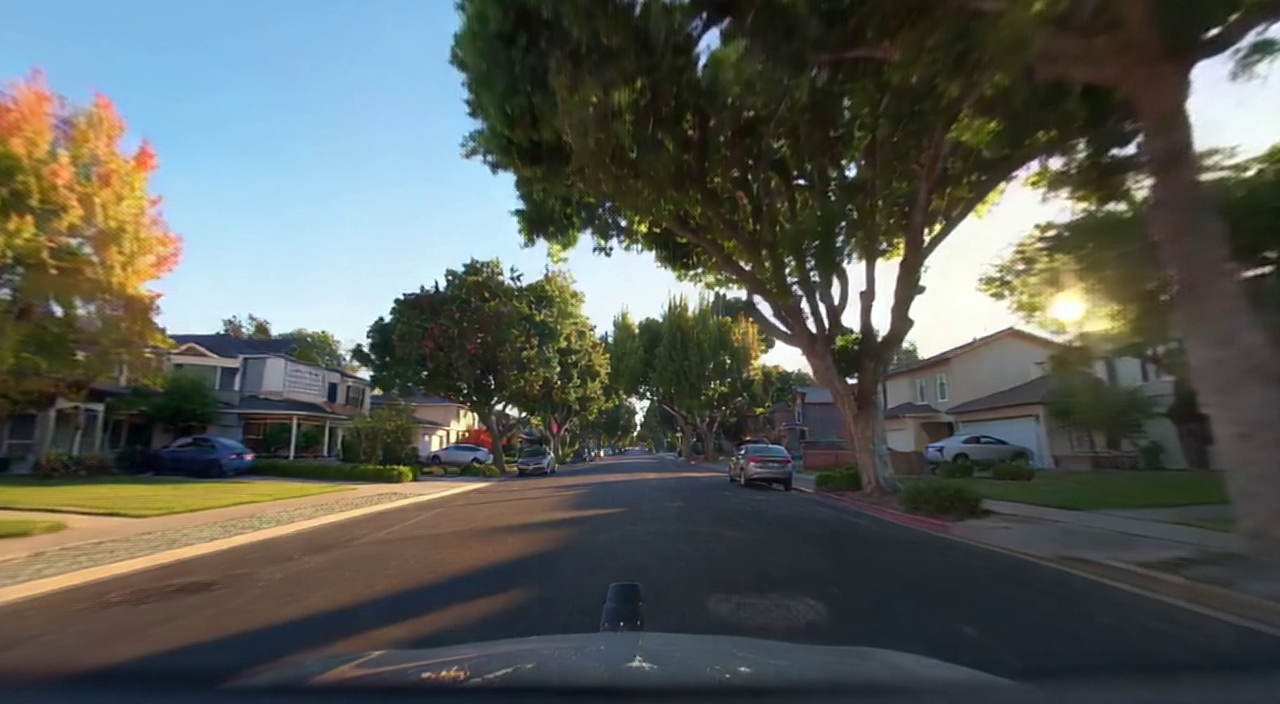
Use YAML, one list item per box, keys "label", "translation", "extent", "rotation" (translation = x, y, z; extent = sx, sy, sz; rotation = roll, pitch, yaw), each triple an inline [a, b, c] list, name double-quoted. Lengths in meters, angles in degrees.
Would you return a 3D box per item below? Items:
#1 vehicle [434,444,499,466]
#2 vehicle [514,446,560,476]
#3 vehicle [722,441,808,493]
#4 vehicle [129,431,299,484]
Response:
- label: "vehicle"
  translation: [-12.522, 7.452, 45.817]
  extent: [4.135, 1.567, 1.944]
  rotation: [0, -8, 2]
- label: "vehicle"
  translation: [-5.909, 6.288, 36.794]
  extent: [1.944, 1.621, 4.187]
  rotation: [-1, -9, 1]
- label: "vehicle"
  translation: [4.135, 3.860, 21.677]
  extent: [1.996, 1.585, 4.371]
  rotation: [0, -8, -1]
- label: "vehicle"
  translation: [-15.202, 3.781, 22.800]
  extent: [4.530, 1.777, 2.107]
  rotation: [0, -8, -2]
